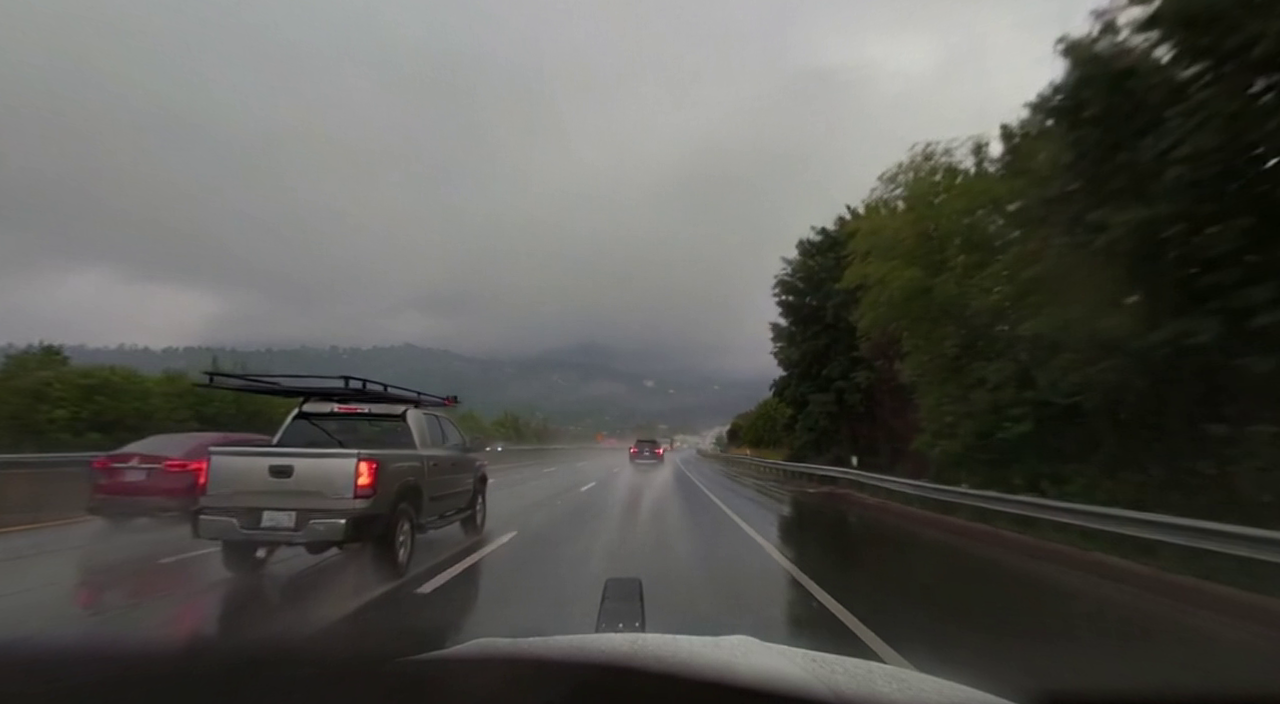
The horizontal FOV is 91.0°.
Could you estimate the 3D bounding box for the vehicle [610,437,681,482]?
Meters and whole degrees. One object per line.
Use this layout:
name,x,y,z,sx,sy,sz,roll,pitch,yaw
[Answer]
vehicle,0.250,4.492,26.654,2.715,1.669,5.163,0,-9,1

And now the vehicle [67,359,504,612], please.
vehicle,-3.271,1.393,7.386,2.250,1.947,4.860,0,-9,0
